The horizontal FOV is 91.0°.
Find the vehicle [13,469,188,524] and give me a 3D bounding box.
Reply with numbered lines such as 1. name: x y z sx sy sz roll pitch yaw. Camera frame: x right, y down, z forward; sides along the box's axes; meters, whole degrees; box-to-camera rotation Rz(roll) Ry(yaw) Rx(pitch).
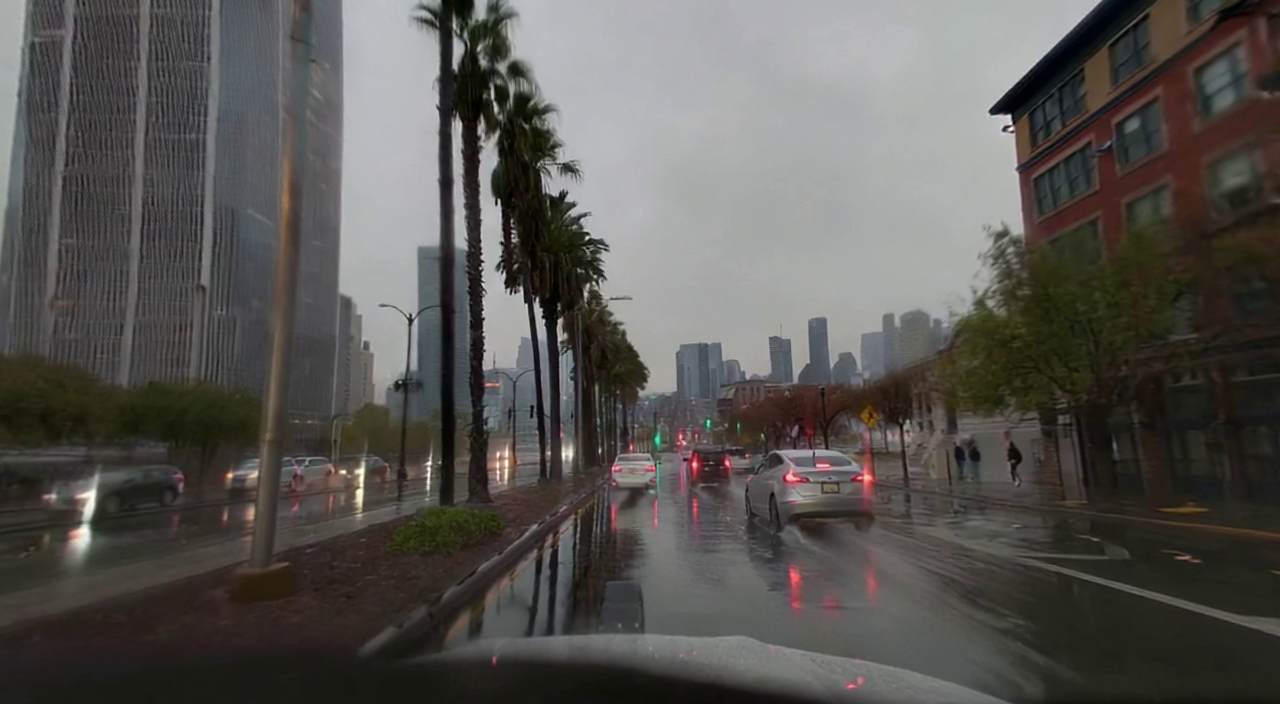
1. vehicle: -17.877 4.784 21.227 1.910 1.473 4.499 0 -9 -1

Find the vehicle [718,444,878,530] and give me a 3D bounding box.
1. vehicle: 3.146 2.788 13.783 2.051 1.509 4.933 0 -9 -2

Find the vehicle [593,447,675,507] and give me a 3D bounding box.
1. vehicle: -0.120 3.460 17.899 2.077 1.518 3.760 0 -9 1

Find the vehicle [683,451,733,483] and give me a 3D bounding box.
1. vehicle: 3.351 5.734 31.672 2.115 1.500 3.524 0 -9 0

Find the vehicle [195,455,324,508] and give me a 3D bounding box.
1. vehicle: -14.674 4.979 24.706 2.104 1.802 4.852 0 -9 -1

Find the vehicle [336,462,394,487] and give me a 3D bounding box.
1. vehicle: -18.420 8.204 42.365 1.873 1.468 4.485 0 -9 0
